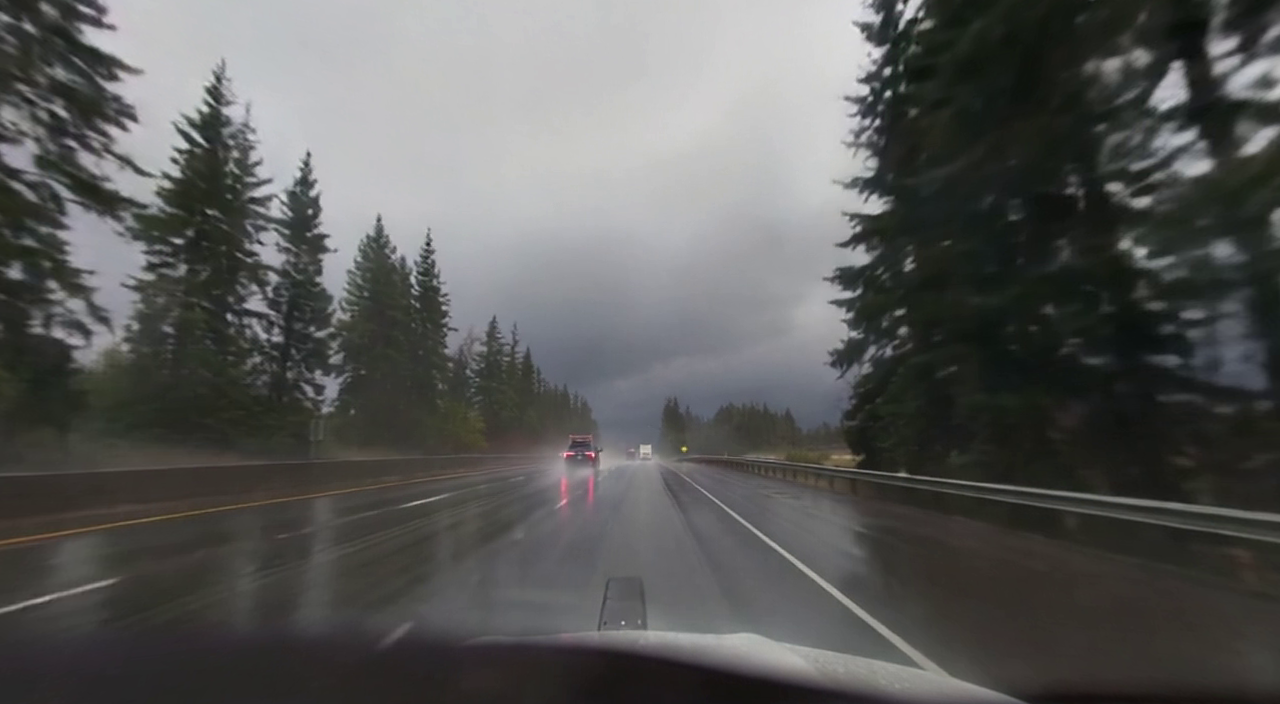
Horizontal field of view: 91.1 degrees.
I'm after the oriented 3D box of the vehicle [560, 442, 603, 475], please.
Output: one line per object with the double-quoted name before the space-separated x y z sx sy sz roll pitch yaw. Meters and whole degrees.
"vehicle" -3.341 6.181 36.713 2.084 1.752 4.479 0 -8 1
